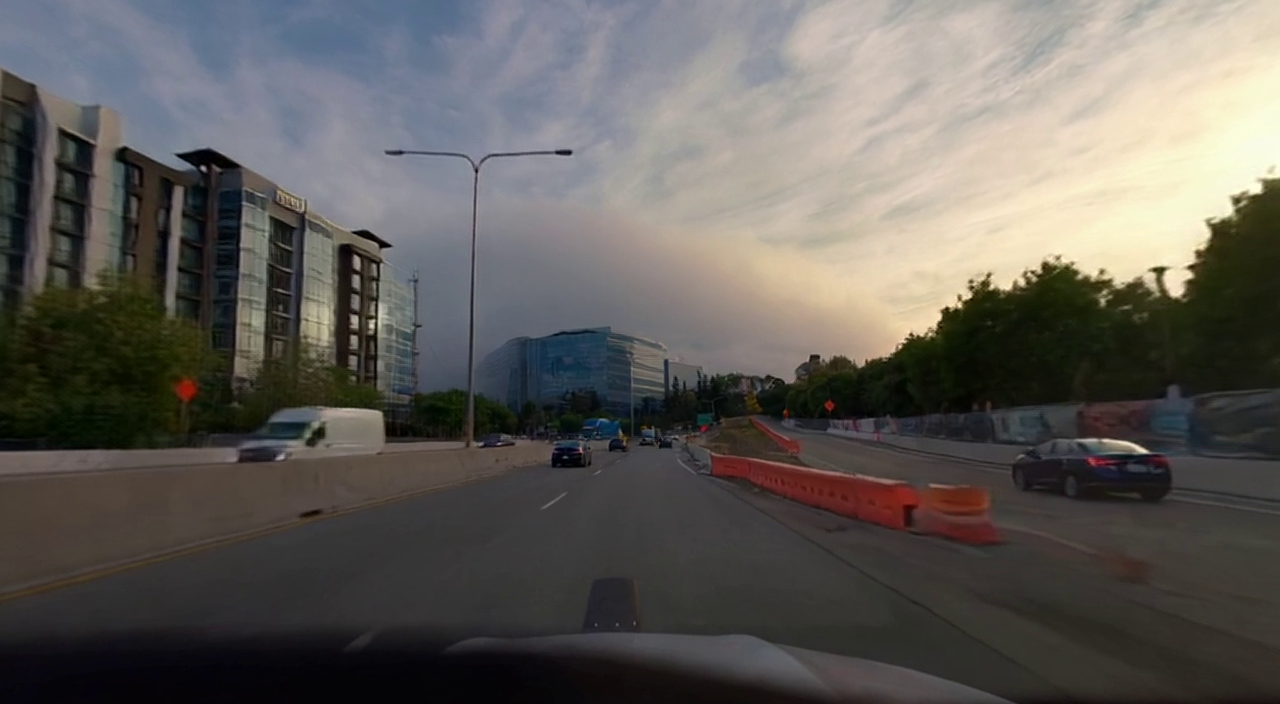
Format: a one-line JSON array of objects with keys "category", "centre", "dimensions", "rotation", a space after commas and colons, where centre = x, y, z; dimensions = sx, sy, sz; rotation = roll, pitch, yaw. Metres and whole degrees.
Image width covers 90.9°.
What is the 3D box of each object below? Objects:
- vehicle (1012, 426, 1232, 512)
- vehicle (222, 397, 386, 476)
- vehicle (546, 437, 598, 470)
[{"category": "vehicle", "centre": [9.610, 2.329, 13.002], "dimensions": [1.913, 1.499, 3.581], "rotation": [-1, -8, 6]}, {"category": "vehicle", "centre": [-13.172, 3.446, 25.645], "dimensions": [2.297, 2.733, 7.664], "rotation": [0, -8, 1]}, {"category": "vehicle", "centre": [-3.124, 4.733, 29.650], "dimensions": [1.848, 1.406, 4.013], "rotation": [0, -8, 3]}]
